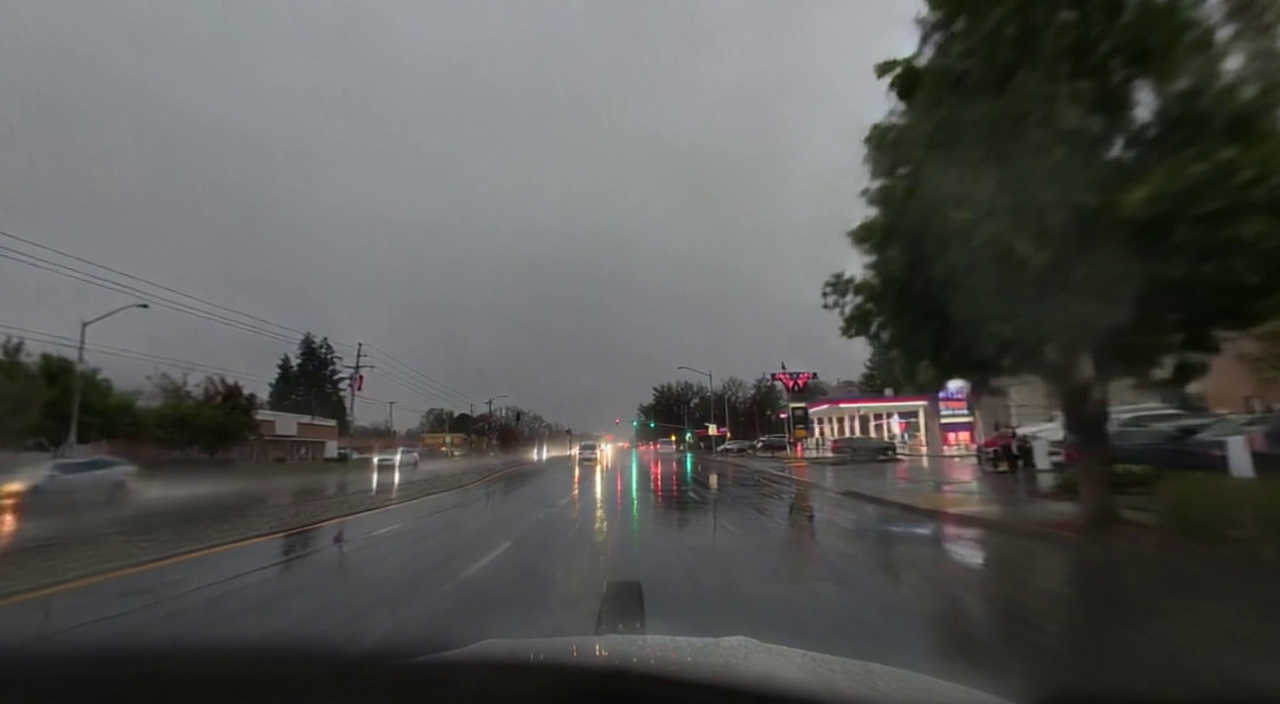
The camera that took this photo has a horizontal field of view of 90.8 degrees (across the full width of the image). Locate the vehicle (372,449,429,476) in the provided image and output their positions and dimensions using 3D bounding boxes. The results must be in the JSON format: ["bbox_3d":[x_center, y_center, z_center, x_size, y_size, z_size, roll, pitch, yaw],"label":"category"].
[{"bbox_3d":[-15.096,6.940,40.013,1.939,1.594,4.284,0,-8,0],"label":"vehicle"}]

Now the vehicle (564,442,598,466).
[{"bbox_3d":[-4.227,7.388,46.056,2.040,1.661,4.573,0,-8,0],"label":"vehicle"}]

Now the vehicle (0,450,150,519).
[{"bbox_3d":[-18.033,4.000,19.390,2.129,1.797,4.866,-4,-8,0],"label":"vehicle"}]
